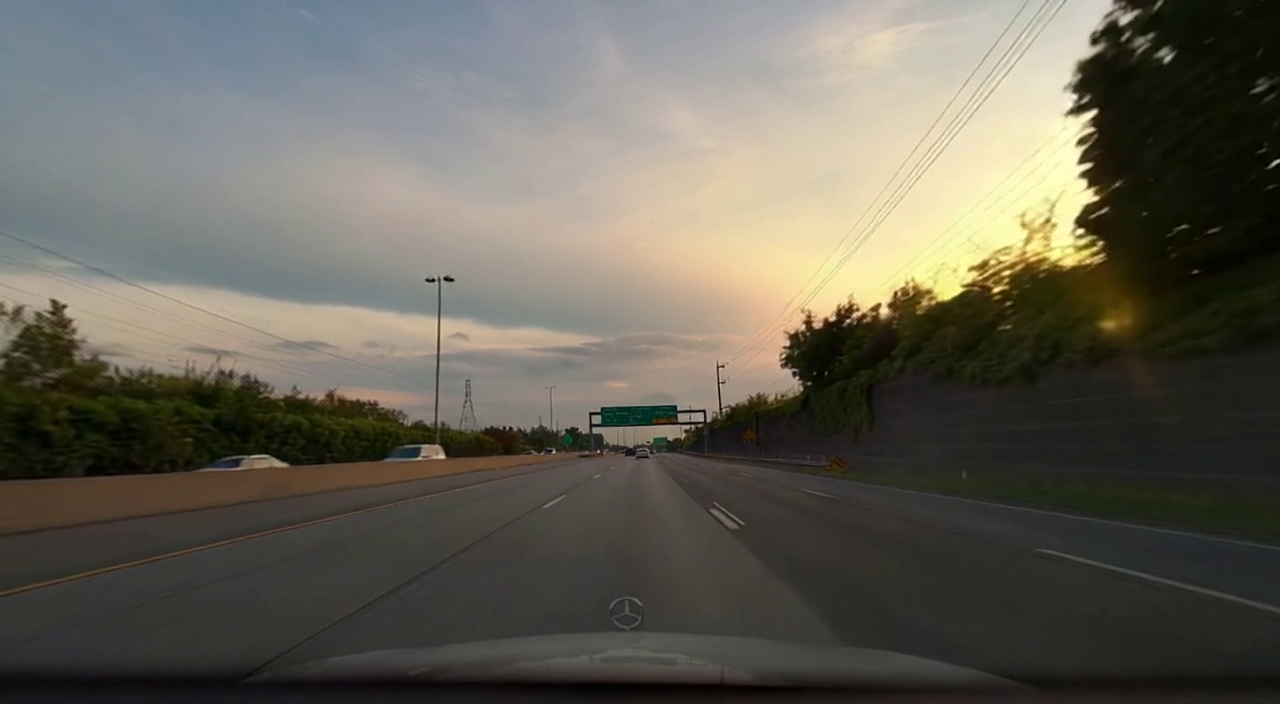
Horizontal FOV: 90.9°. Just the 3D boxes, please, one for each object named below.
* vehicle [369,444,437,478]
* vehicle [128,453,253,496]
[{"bbox_3d":[-12.668,5.843,34.021,1.927,1.652,4.319,0,-9,1],"label":"vehicle"},{"bbox_3d":[-16.945,4.607,24.051,1.843,1.462,3.906,0,-9,0],"label":"vehicle"}]
